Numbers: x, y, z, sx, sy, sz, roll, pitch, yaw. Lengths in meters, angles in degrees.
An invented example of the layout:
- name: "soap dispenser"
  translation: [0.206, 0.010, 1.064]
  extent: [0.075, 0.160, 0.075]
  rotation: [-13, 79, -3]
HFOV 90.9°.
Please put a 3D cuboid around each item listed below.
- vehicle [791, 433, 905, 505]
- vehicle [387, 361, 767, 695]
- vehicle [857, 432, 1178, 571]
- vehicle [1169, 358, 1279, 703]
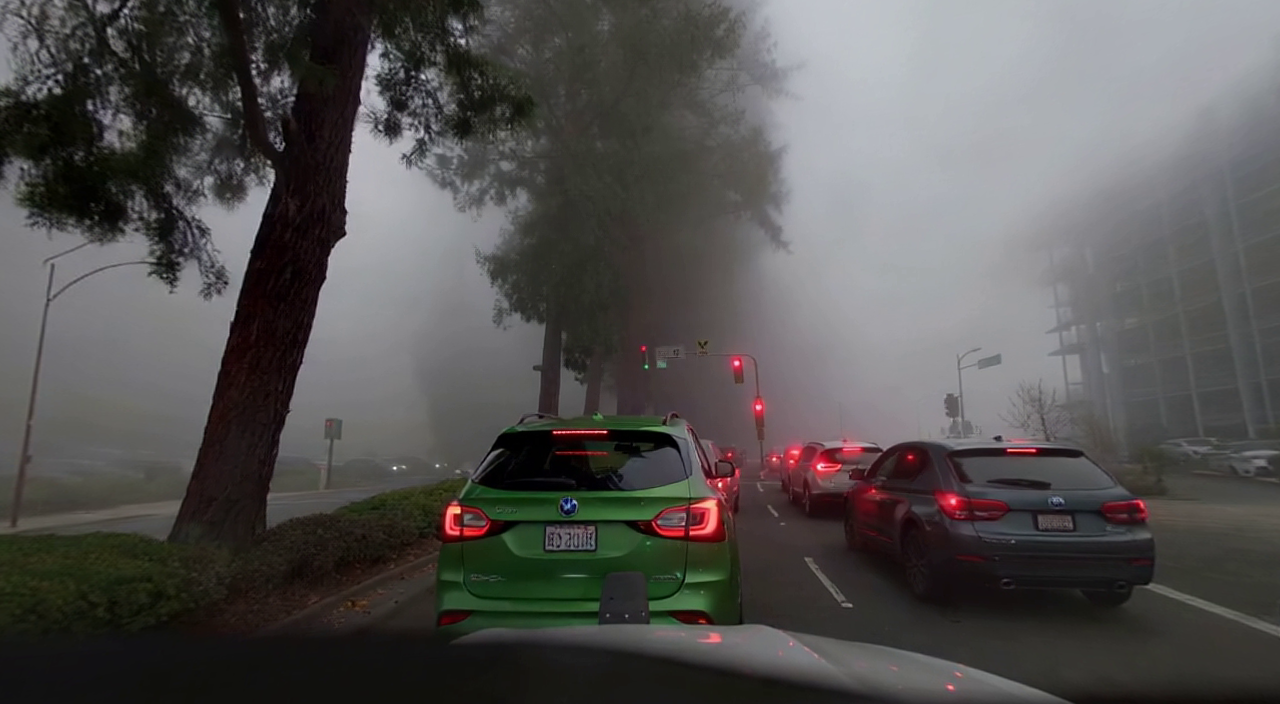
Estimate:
- name: "vehicle"
  translation: [5.327, 3.033, 16.739]
  extent: [1.994, 1.638, 4.100]
  rotation: [-1, -9, 6]
- name: "vehicle"
  translation: [-0.210, 1.237, 5.564]
  extent: [2.021, 1.742, 4.295]
  rotation: [-1, -8, 4]
- name: "vehicle"
  translation: [4.884, 1.963, 9.166]
  extent: [1.963, 1.480, 4.553]
  rotation: [0, -8, 2]
- name: "vehicle"
  translation: [4.059, 0.606, 1.113]
  extent: [1.993, 1.719, 4.953]
  rotation: [0, -8, 1]
